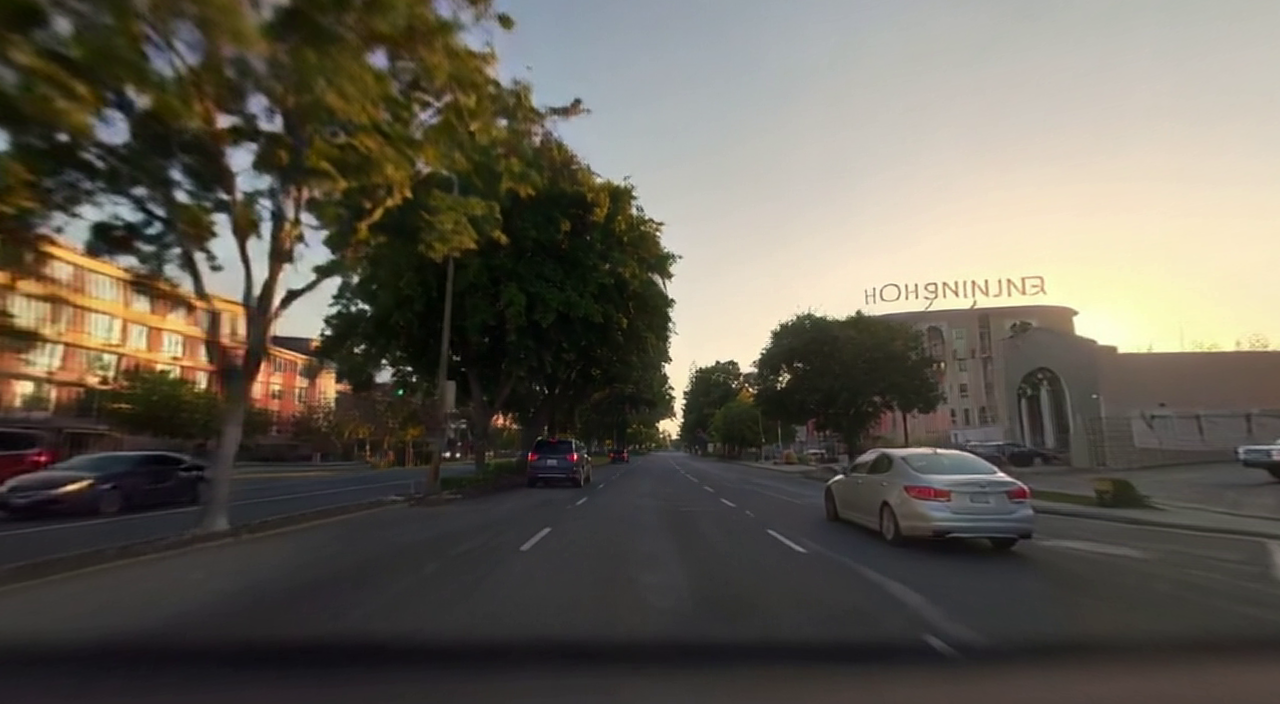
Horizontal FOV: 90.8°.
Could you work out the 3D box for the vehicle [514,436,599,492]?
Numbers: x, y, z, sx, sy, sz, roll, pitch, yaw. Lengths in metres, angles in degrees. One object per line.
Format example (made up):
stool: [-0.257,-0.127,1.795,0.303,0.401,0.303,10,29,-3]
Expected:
vehicle: [-2.921,4.085,23.366,2.305,1.833,4.912,0,-9,2]

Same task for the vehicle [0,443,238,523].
vehicle: [-11.606,2.801,14.107,1.960,1.451,4.870,0,-9,1]

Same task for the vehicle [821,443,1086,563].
vehicle: [4.547,2.232,10.127,1.960,1.471,4.378,0,-9,-1]
